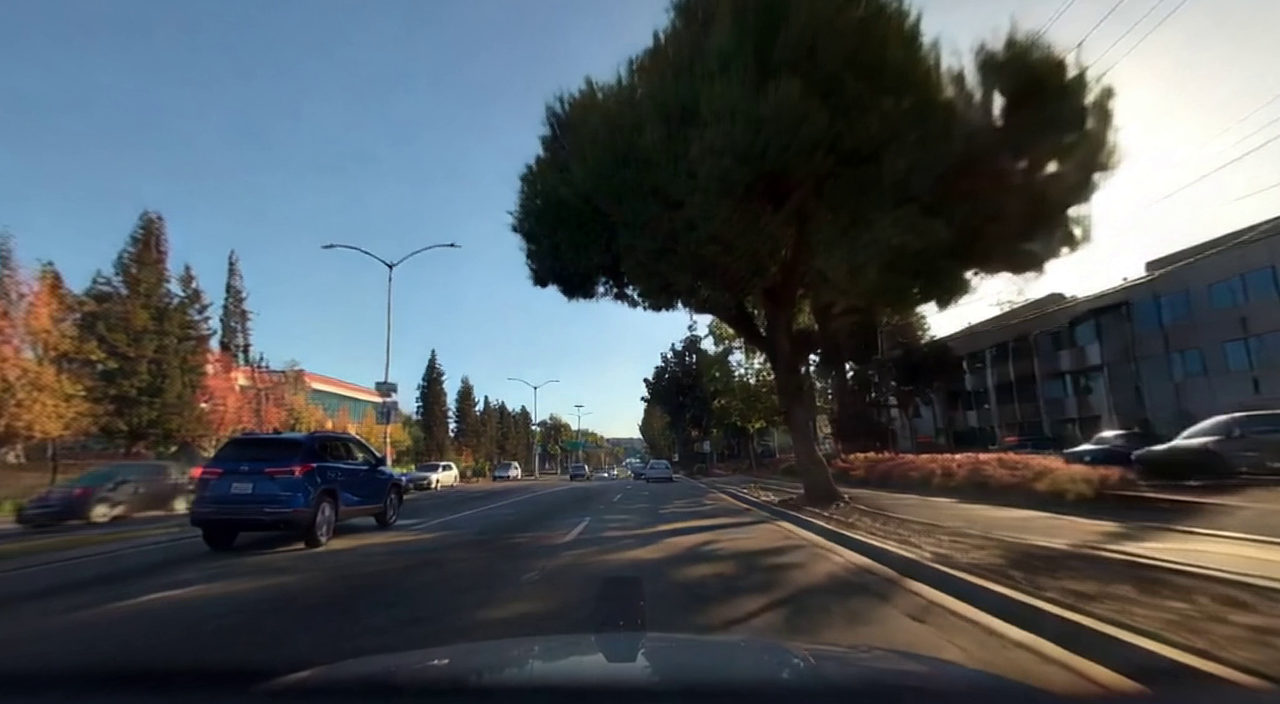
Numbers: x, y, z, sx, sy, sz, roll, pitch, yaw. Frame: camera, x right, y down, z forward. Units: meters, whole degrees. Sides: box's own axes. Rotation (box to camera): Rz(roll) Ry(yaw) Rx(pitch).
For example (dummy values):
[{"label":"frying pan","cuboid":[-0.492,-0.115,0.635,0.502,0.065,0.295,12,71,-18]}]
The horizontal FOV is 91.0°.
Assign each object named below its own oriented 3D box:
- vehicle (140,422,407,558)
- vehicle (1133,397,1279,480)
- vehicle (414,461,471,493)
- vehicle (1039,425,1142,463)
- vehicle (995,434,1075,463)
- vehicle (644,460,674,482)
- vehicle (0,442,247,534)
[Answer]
[{"label":"vehicle","cuboid":[-6.024,2.292,11.151,2.027,1.908,4.273,0,-9,1]},{"label":"vehicle","cuboid":[12.767,1.750,12.587,1.884,1.522,4.642,0,-9,-3]},{"label":"vehicle","cuboid":[-11.694,7.412,37.685,2.064,1.515,5.056,1,-7,-4]},{"label":"vehicle","cuboid":[22.193,4.588,31.293,2.018,1.751,4.637,-1,-9,6]},{"label":"vehicle","cuboid":[23.064,5.674,37.040,2.001,1.558,4.803,-1,-9,6]},{"label":"vehicle","cuboid":[1.356,8.634,45.845,2.091,1.494,3.962,0,-9,0]},{"label":"vehicle","cuboid":[-11.685,3.041,14.764,2.042,1.801,4.378,0,-9,1]}]
